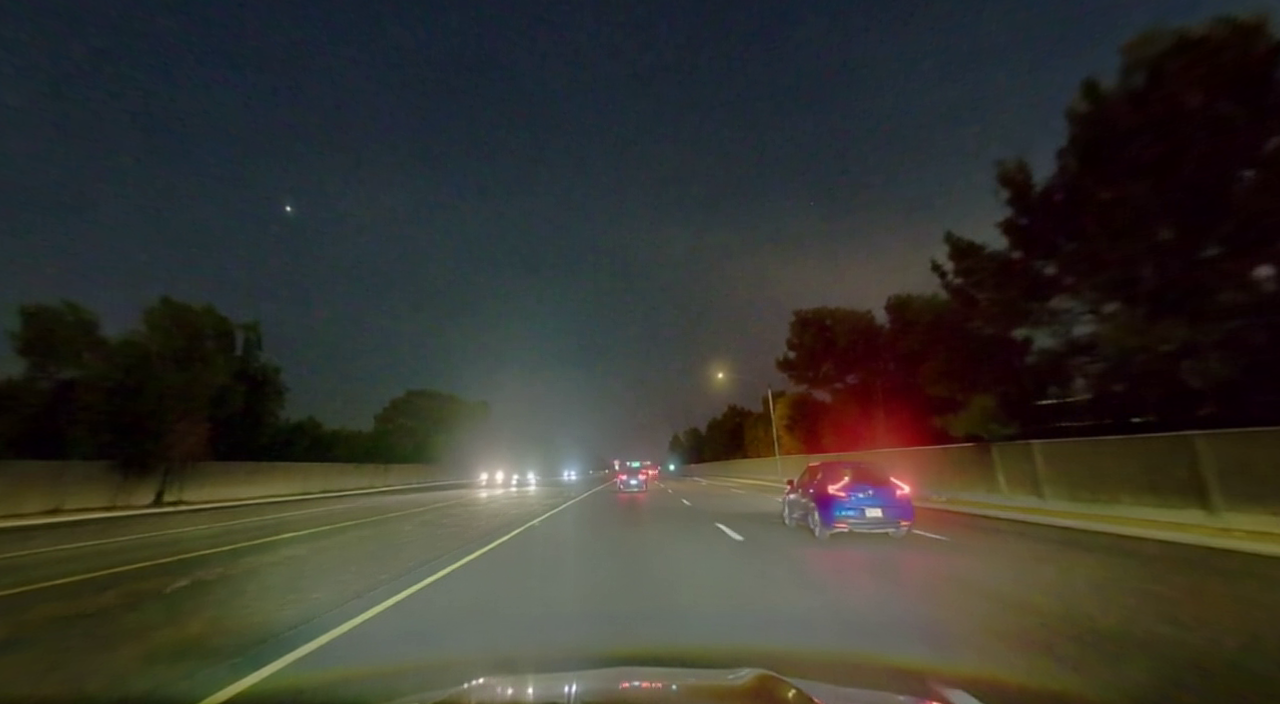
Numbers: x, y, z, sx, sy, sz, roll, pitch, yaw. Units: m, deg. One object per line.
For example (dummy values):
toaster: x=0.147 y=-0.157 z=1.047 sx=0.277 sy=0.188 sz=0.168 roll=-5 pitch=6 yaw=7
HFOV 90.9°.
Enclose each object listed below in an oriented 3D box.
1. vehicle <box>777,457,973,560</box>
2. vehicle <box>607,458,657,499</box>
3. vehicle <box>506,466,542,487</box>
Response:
vehicle: x=3.940 y=2.709 z=11.448 sx=1.938 sy=1.494 sz=4.032 roll=1 pitch=-11 yaw=-1
vehicle: x=-0.355 y=5.599 z=28.042 sx=2.037 sy=1.605 sz=3.833 roll=1 pitch=-11 yaw=0
vehicle: x=-8.919 y=9.609 z=48.811 sx=2.006 sy=1.468 sz=4.450 roll=1 pitch=-11 yaw=-1
